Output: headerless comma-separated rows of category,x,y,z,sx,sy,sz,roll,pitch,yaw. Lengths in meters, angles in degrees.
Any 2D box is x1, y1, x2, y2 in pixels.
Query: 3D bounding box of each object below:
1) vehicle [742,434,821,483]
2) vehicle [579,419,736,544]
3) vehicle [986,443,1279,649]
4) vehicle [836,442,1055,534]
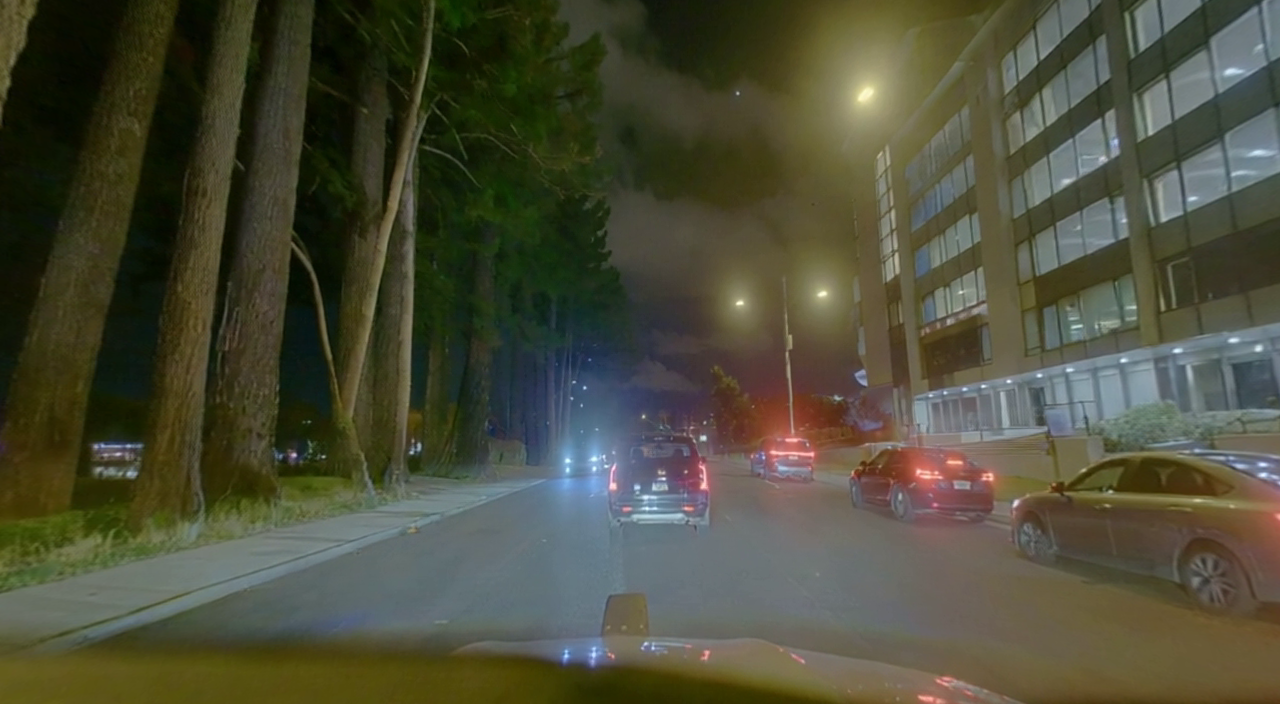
vehicle,5.653,4.313,25.817,2.059,1.813,4.637,0,-9,-1
vehicle,0.249,2.032,10.466,2.105,1.653,3.887,0,-9,1
vehicle,5.539,1.622,6.028,1.809,1.478,4.623,0,-9,0
vehicle,5.666,2.545,12.576,1.852,1.452,4.852,0,-9,-1
